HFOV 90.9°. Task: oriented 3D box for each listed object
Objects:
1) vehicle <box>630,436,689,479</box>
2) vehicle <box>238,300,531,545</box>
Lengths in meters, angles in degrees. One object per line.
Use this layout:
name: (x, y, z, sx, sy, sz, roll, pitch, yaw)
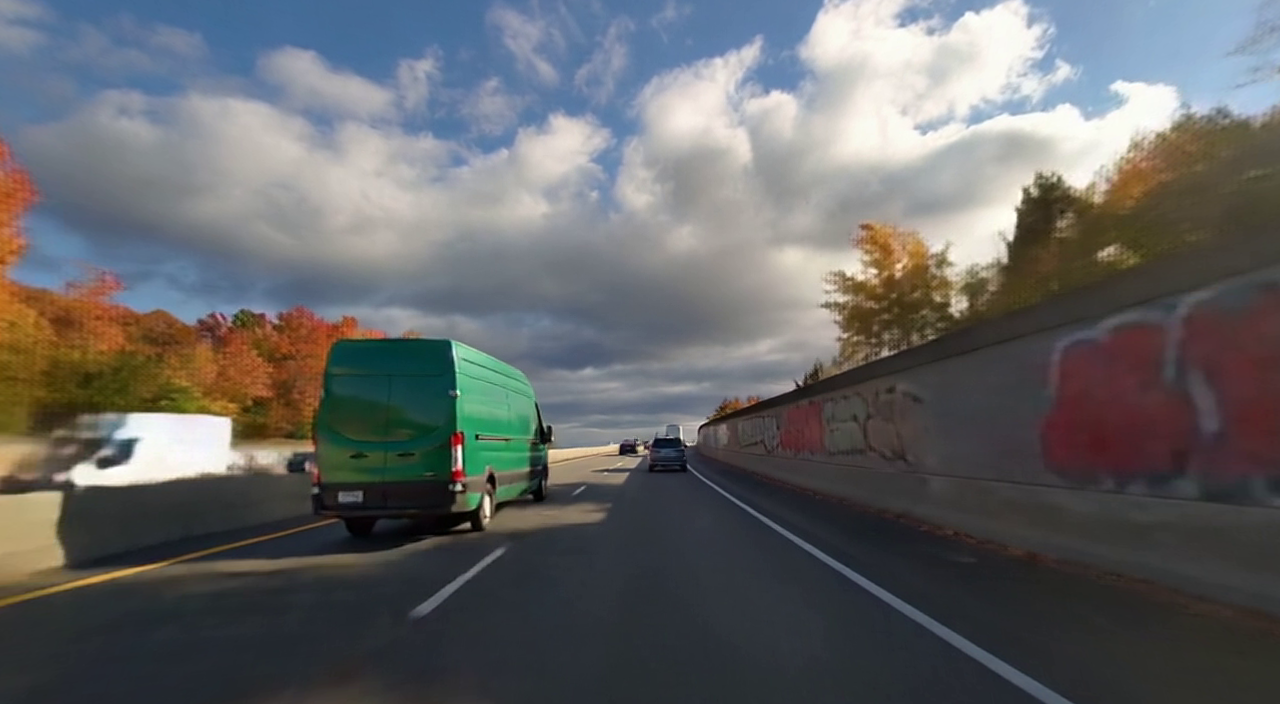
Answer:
vehicle: (0.712, 3.972, 24.001, 2.071, 1.487, 3.948, 0, -8, 1)
vehicle: (-3.298, 1.132, 9.689, 2.334, 2.769, 5.087, 0, -8, -1)
